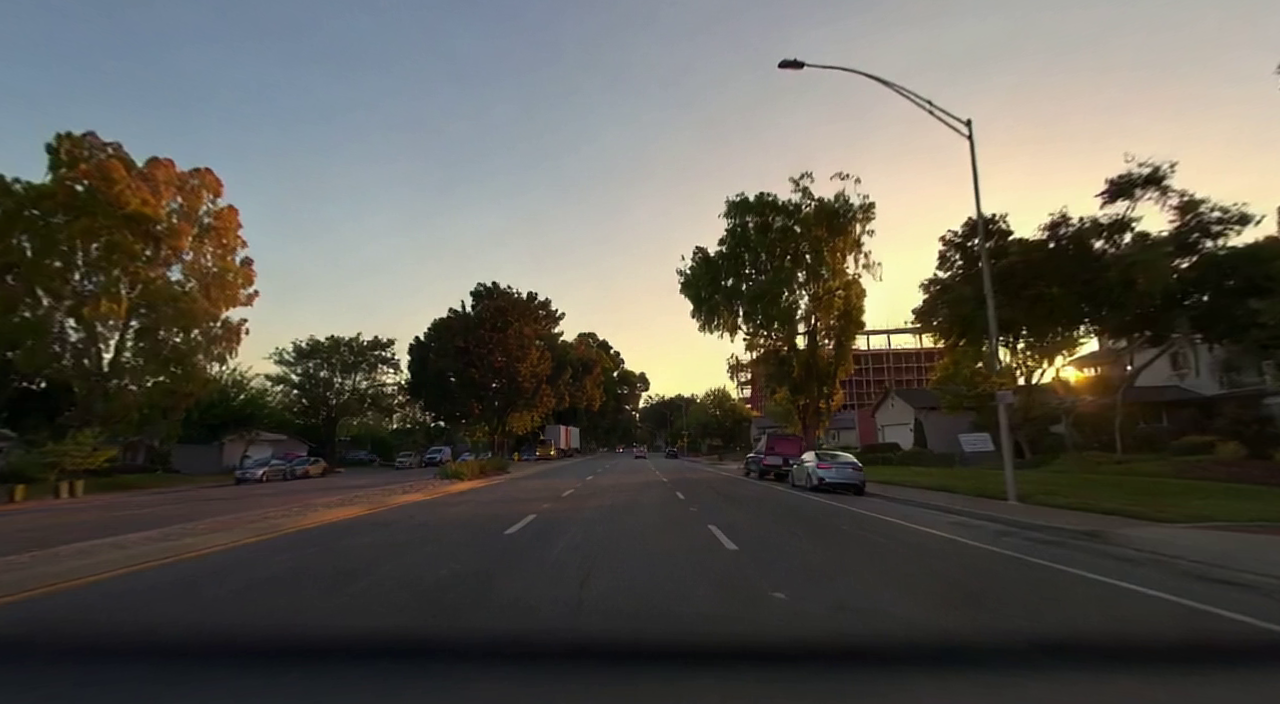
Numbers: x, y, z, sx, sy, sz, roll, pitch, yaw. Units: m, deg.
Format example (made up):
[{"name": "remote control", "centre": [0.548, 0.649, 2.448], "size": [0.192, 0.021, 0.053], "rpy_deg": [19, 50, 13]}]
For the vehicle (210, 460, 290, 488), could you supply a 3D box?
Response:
[{"name": "vehicle", "centre": [-22.985, 7.168, 37.196], "size": [1.862, 1.458, 4.701], "rpy_deg": [0, -8, -2]}]

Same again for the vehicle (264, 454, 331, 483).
[{"name": "vehicle", "centre": [-23.006, 7.820, 42.424], "size": [2.006, 1.755, 4.476], "rpy_deg": [0, -8, -1]}]

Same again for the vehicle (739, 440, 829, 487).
[{"name": "vehicle", "centre": [6.313, 4.977, 28.606], "size": [2.513, 1.890, 6.666], "rpy_deg": [0, -8, 0]}]

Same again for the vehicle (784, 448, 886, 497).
[{"name": "vehicle", "centre": [6.439, 4.007, 21.340], "size": [1.860, 1.467, 4.576], "rpy_deg": [0, -8, -2]}]
